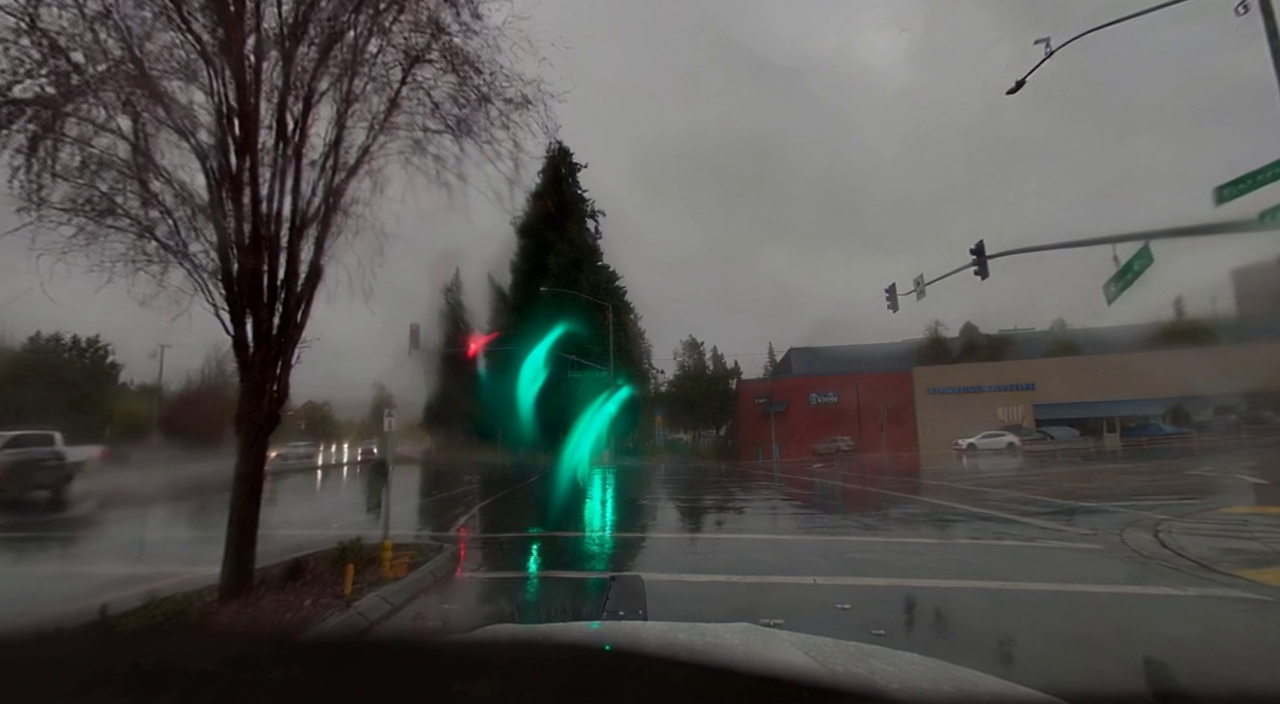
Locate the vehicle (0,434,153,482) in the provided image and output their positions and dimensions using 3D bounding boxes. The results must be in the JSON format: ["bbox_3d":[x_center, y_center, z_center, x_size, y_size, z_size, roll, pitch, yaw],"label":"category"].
[{"bbox_3d":[-22.810,4.262,25.745,2.111,1.742,4.757,0,-8,-3],"label":"vehicle"}]

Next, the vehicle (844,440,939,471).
[{"bbox_3d":[13.032,5.302,32.556,4.703,1.492,1.930,4,-10,-29],"label":"vehicle"}]

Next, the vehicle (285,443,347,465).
[{"bbox_3d":[-23.867,7.536,46.689,2.201,1.483,4.656,0,-8,-1],"label":"vehicle"}]

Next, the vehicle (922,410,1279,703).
[{"bbox_3d":[4.035,1.186,4.127,1.940,1.487,4.562,1,-8,-5],"label":"vehicle"}]
